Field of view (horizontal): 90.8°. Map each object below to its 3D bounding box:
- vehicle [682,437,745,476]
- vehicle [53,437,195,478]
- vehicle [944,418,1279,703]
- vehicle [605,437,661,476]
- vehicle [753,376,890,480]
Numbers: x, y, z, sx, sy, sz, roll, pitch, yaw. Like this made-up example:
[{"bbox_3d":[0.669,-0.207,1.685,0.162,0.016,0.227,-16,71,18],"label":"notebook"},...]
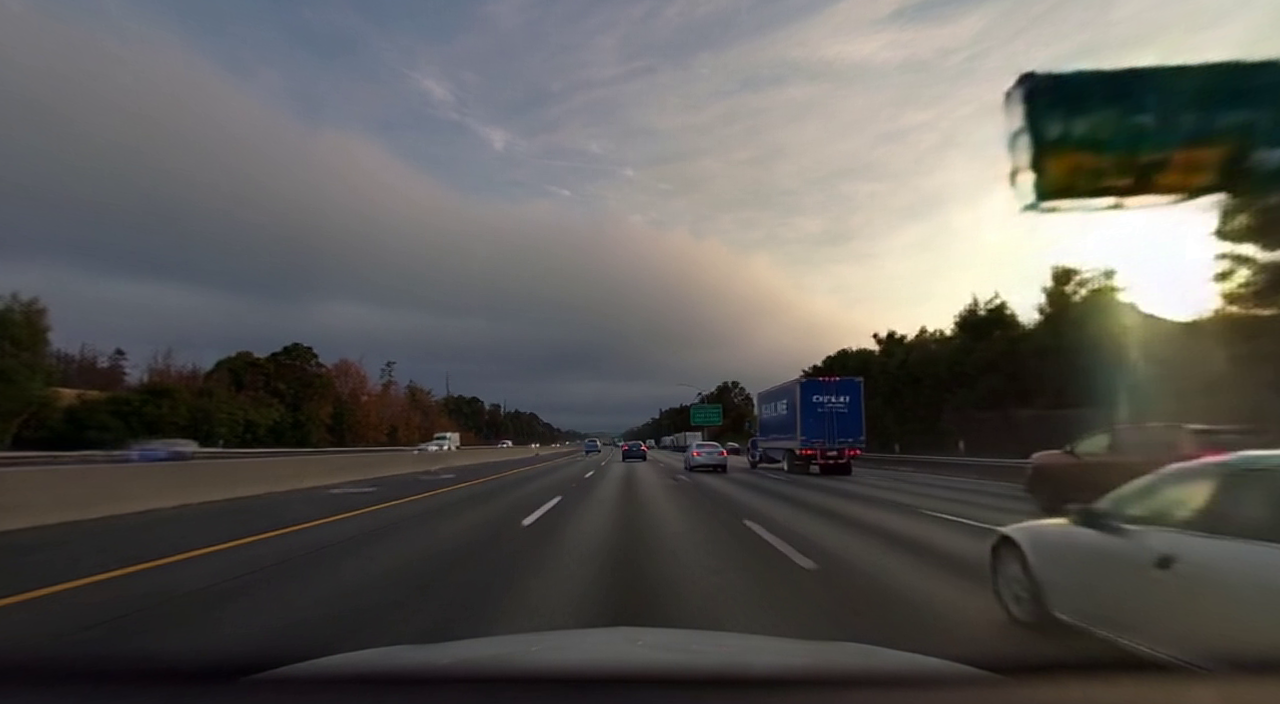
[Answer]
[{"bbox_3d":[3.070,4.505,27.451,1.993,1.504,4.781,0,-9,-3],"label":"vehicle"},{"bbox_3d":[-20.721,4.238,25.672,1.874,1.496,4.682,0,-9,-1],"label":"vehicle"},{"bbox_3d":[3.263,0.990,2.503,1.865,1.427,4.448,0,-8,-1],"label":"vehicle"},{"bbox_3d":[-0.320,4.250,25.869,2.098,1.475,3.997,0,-8,-2],"label":"vehicle"},{"bbox_3d":[7.183,3.320,26.642,2.799,3.655,8.627,0,-9,-3],"label":"vehicle"}]
